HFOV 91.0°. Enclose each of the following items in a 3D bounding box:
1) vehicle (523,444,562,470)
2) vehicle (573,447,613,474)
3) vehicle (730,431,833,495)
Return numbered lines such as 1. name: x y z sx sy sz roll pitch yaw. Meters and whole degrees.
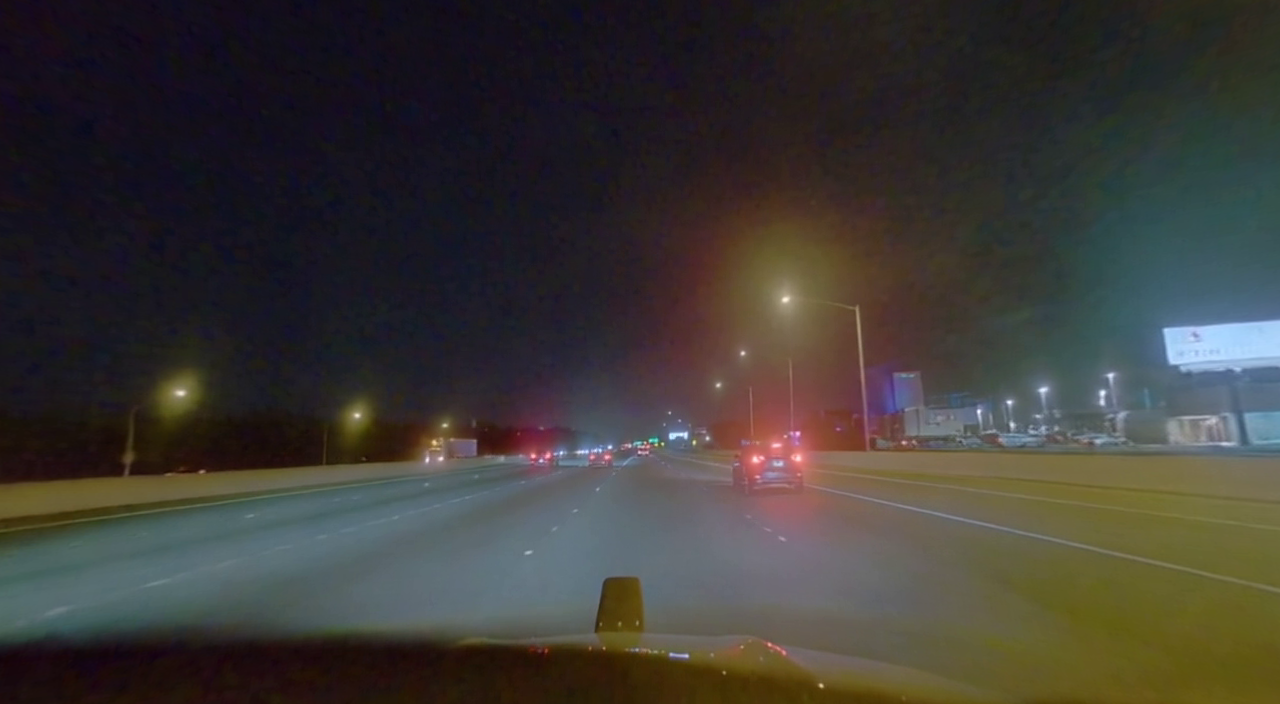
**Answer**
1. vehicle: -7.318 7.930 47.751 2.112 1.813 4.716 -1 -9 1
2. vehicle: -2.818 6.606 38.692 2.139 1.510 4.506 -1 -9 0
3. vehicle: 4.318 3.485 20.092 2.109 1.764 4.704 0 -9 -1
